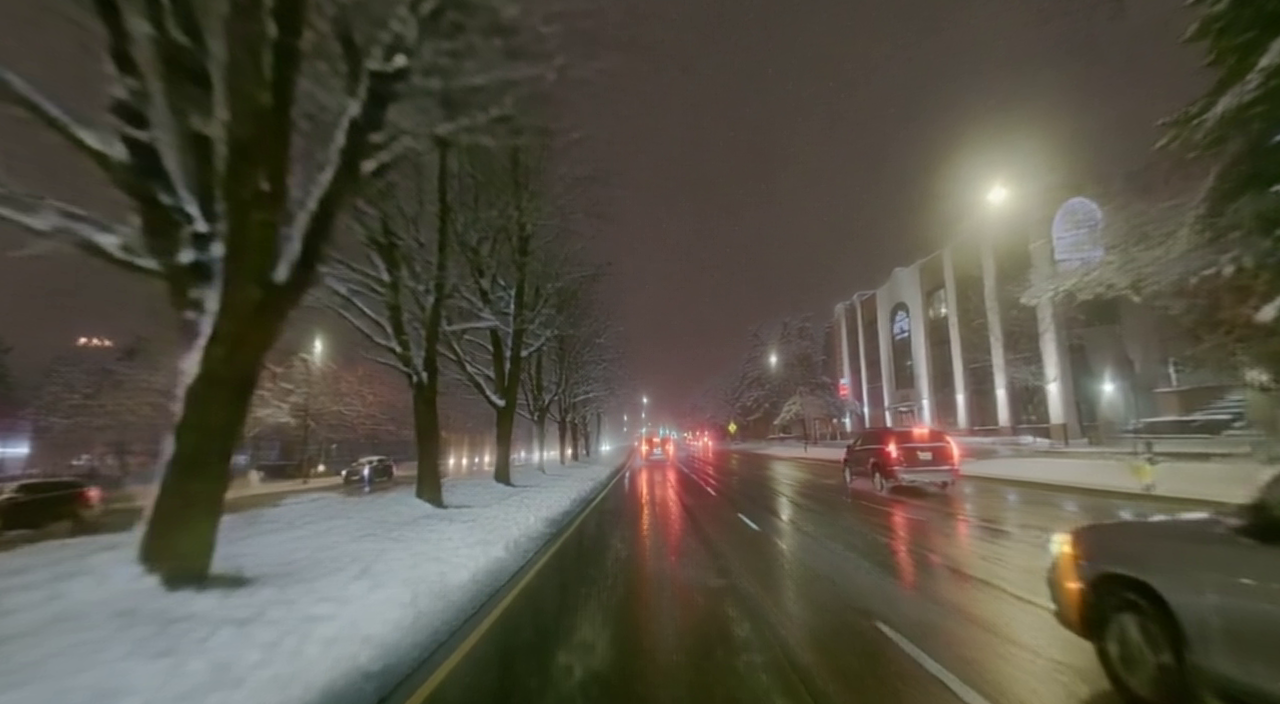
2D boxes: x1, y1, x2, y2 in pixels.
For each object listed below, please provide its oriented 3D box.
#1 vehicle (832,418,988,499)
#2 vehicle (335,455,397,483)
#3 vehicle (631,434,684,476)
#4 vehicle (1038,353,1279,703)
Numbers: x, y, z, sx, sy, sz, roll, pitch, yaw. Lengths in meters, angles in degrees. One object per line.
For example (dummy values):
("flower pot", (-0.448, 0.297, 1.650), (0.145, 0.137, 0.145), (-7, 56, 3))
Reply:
("vehicle", (6.794, 2.740, 16.571), (1.963, 1.783, 4.722), (0, -8, 0))
("vehicle", (-18.068, 7.721, 41.845), (1.947, 1.609, 4.589), (0, -8, 1))
("vehicle", (0.720, 4.447, 27.468), (2.125, 1.669, 3.880), (0, -8, 0))
("vehicle", (3.196, 0.642, 1.086), (1.931, 1.591, 4.708), (0, -8, 0))
